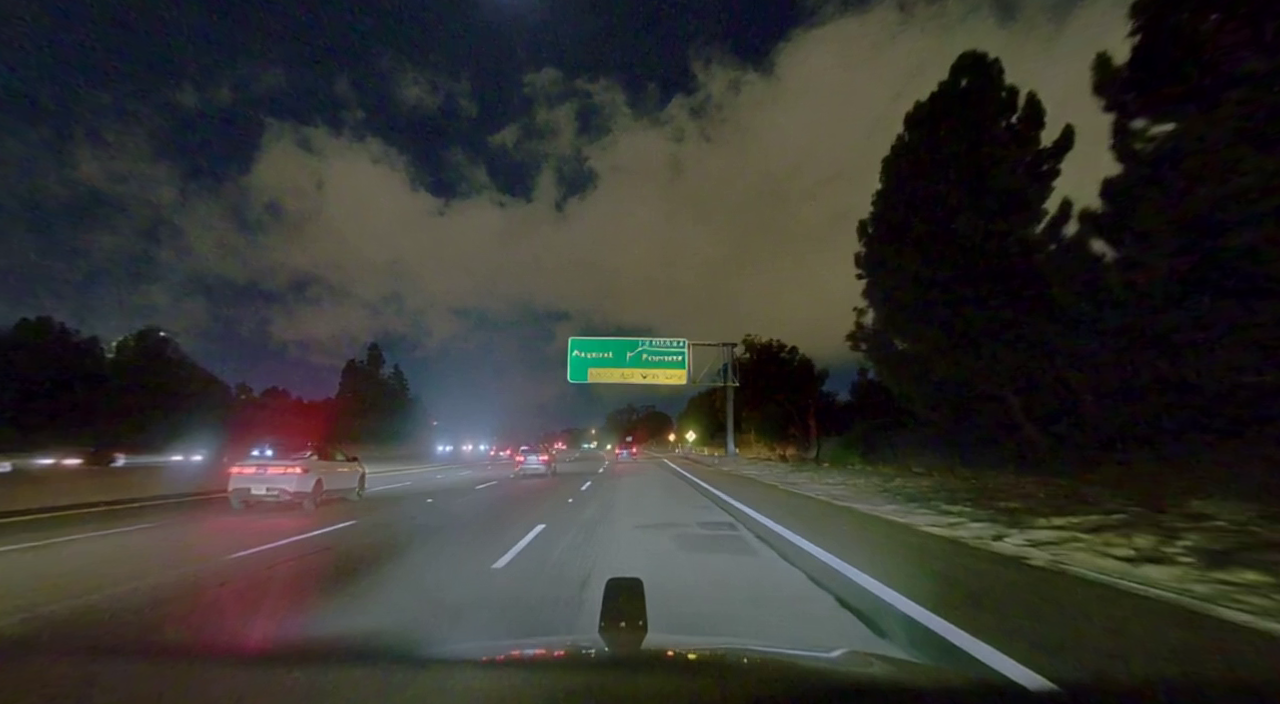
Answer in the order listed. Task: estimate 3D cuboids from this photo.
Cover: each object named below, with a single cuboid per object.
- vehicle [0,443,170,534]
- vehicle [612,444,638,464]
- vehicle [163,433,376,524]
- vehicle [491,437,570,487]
[{"bbox_3d":[-11.643,2.470,11.831,2.028,1.499,4.702,0,-8,0],"label":"vehicle"},{"bbox_3d":[-1.199,7.730,47.797,1.881,1.460,3.694,0,-8,-3],"label":"vehicle"},{"bbox_3d":[-7.551,2.580,13.450,2.086,1.628,4.039,0,-8,-1],"label":"vehicle"},{"bbox_3d":[-3.776,3.874,22.599,1.991,1.610,4.606,0,-8,0],"label":"vehicle"}]
